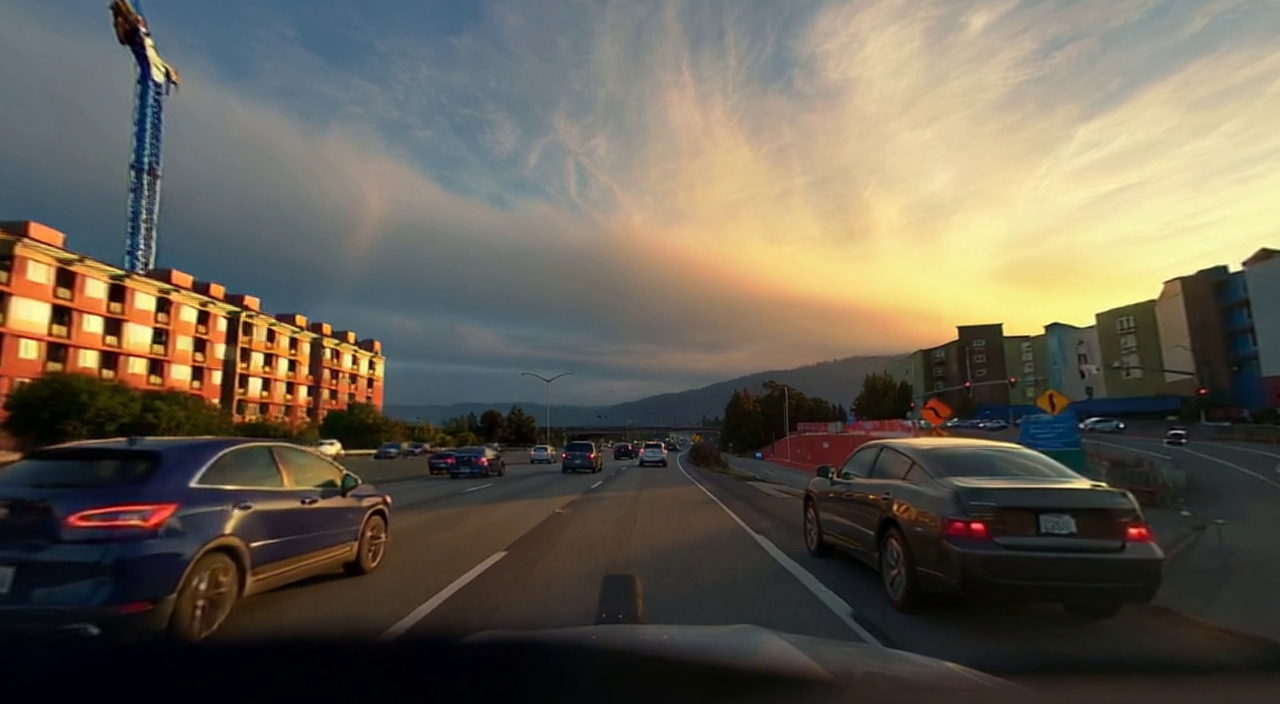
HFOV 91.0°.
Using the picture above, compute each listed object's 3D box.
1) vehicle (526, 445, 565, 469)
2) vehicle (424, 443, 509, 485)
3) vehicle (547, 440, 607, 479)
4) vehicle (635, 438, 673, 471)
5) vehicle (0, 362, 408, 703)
[{"bbox_3d":[-6.394,7.158,43.143,1.931,1.505,4.386,0,-8,1],"label":"vehicle"},{"bbox_3d":[-6.765,4.405,25.127,1.959,1.486,4.460,0,-8,2],"label":"vehicle"},{"bbox_3d":[-2.836,4.987,29.502,2.109,1.657,4.554,0,-8,3],"label":"vehicle"},{"bbox_3d":[0.818,5.905,36.533,2.116,1.763,4.352,0,-8,1],"label":"vehicle"},{"bbox_3d":[-3.736,1.210,4.957,2.045,1.710,4.382,0,-8,1],"label":"vehicle"}]
